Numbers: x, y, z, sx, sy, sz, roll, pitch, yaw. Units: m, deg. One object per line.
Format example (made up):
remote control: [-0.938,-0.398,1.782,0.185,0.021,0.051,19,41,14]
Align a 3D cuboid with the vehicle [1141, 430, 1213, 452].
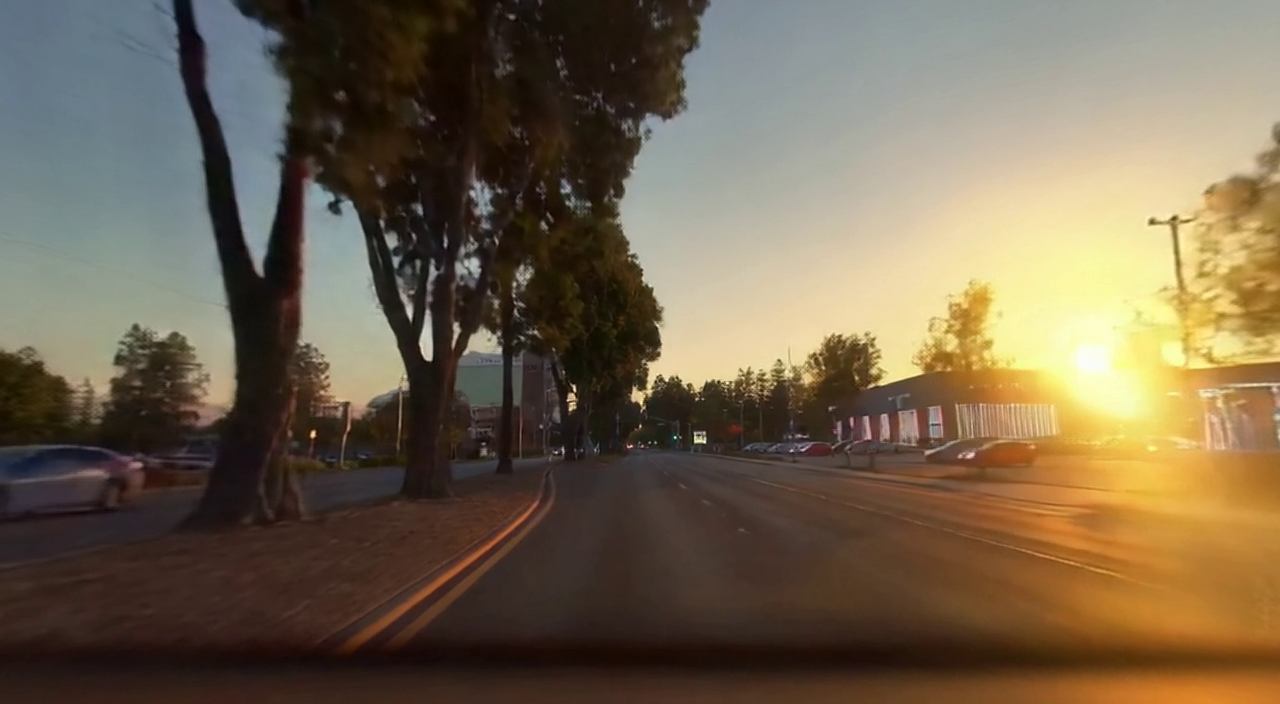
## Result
vehicle: [38.154,6.394,44.999,1.766,1.391,3.720,-1,-10,0]

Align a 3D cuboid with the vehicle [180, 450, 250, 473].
vehicle: [-31.095,8.006,46.247,4.663,1.565,2.027,-5,-10,25]

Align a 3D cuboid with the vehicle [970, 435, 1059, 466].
vehicle: [21.046,5.593,35.768,1.941,1.511,4.690,-2,-9,-3]

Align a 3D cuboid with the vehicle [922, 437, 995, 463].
vehicle: [20.873,6.453,41.618,2.048,1.559,4.758,1,-9,-5]

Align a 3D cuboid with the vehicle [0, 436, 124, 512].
vehicle: [-16.003,3.024,15.927,1.875,1.766,4.824,0,-8,0]
